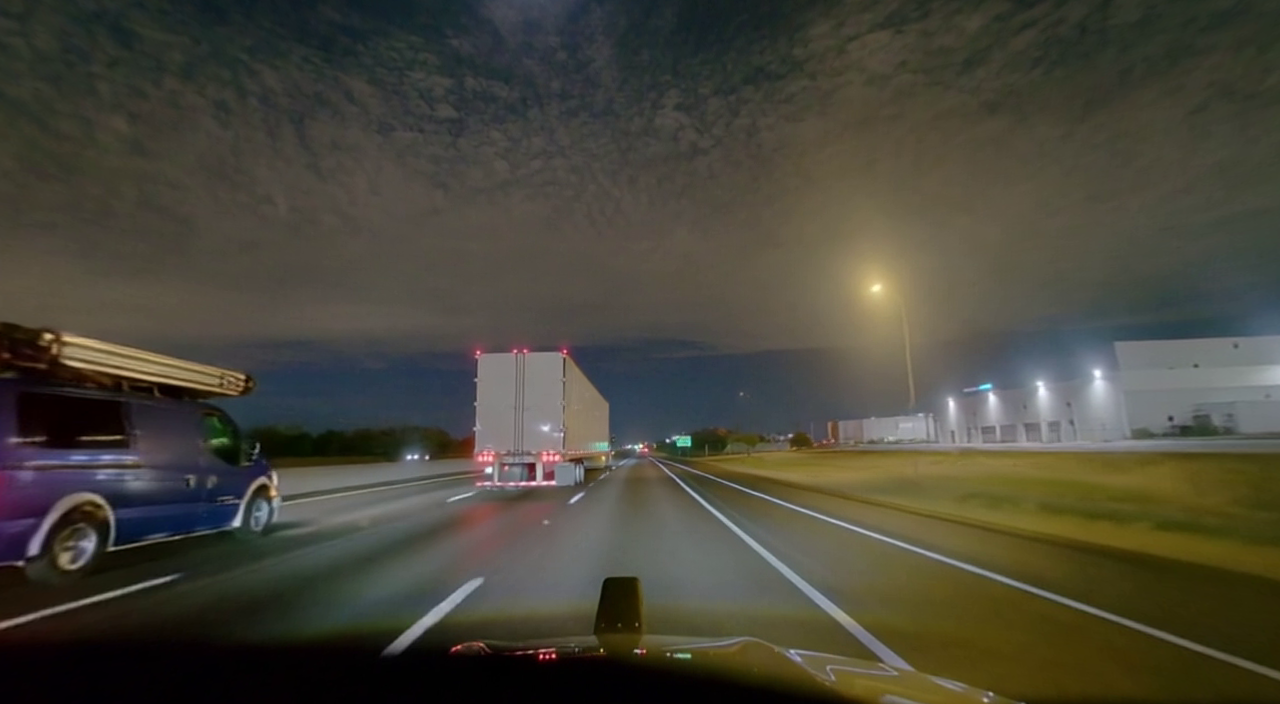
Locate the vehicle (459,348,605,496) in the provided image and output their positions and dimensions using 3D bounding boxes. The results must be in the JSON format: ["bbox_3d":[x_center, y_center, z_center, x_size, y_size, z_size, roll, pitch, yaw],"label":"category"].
[{"bbox_3d":[-3.437,3.110,25.780,2.939,4.132,16.303,0,-8,1],"label":"vehicle"}]

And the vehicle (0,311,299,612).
[{"bbox_3d":[-6.943,1.244,7.439,2.385,2.672,6.049,0,-8,0],"label":"vehicle"}]
